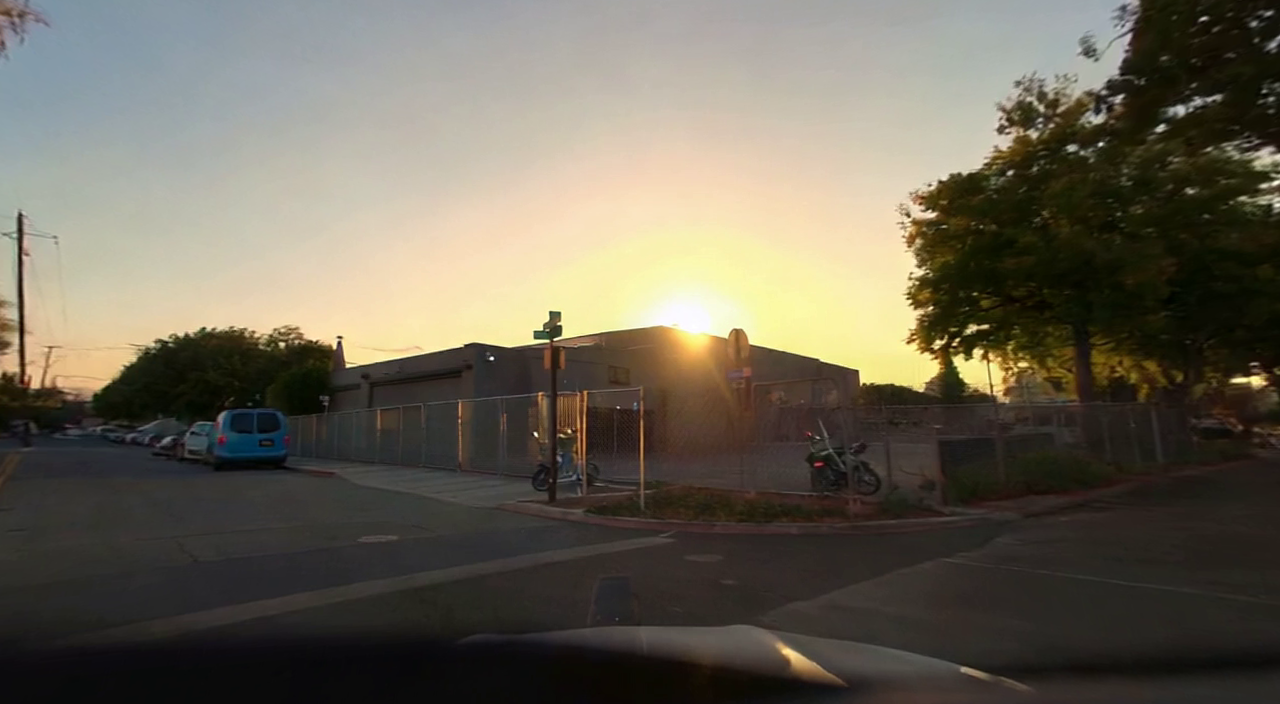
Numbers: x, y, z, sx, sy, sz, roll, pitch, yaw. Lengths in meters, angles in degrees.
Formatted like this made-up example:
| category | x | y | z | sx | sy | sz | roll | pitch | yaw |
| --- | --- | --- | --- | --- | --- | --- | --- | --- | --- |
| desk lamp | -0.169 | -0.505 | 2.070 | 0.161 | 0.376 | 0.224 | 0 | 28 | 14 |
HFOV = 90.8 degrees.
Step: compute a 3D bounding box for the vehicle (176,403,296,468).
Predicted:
| category | x | y | z | sx | sy | sz | roll | pitch | yaw |
| --- | --- | --- | --- | --- | --- | --- | --- | --- | --- |
| vehicle | -14.607 | 3.051 | 22.679 | 2.327 | 2.021 | 5.850 | 8 | -12 | -44 |
